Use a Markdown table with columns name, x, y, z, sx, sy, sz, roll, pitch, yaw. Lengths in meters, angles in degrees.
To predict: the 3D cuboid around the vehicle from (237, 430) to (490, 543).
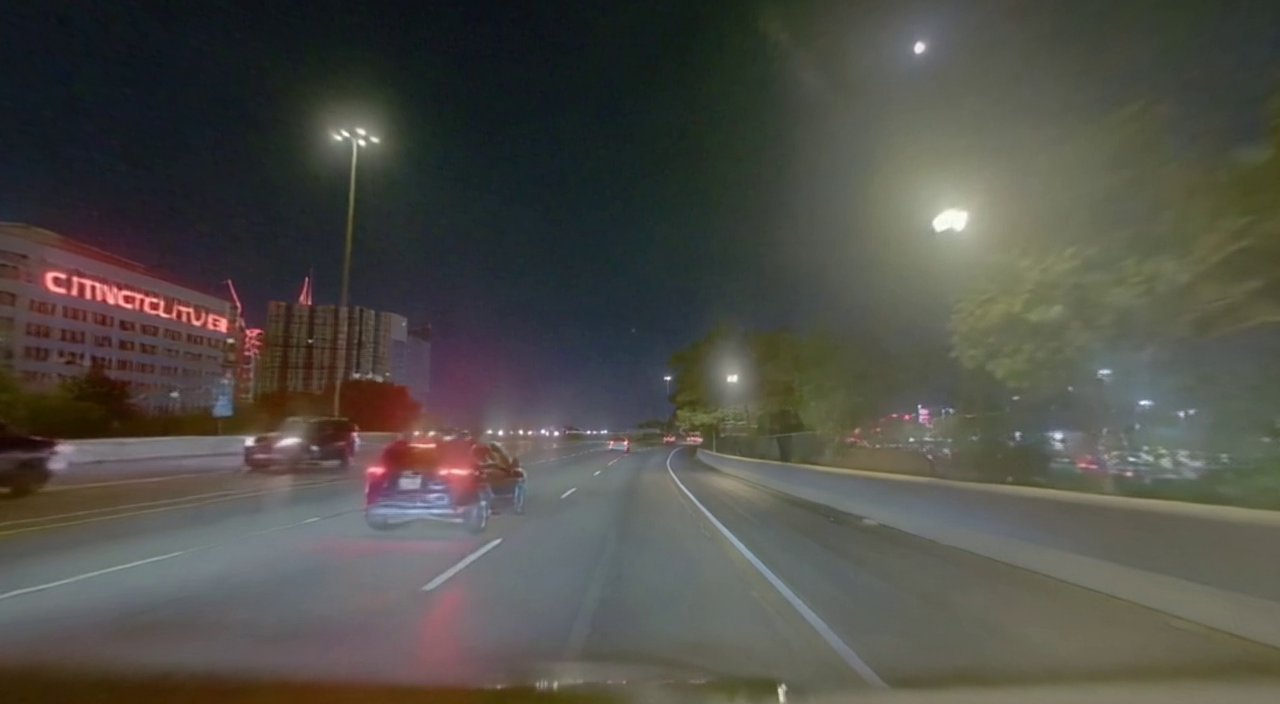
| name | x | y | z | sx | sy | sz | roll | pitch | yaw |
| --- | --- | --- | --- | --- | --- | --- | --- | --- | --- |
| vehicle | -4.183 | 2.098 | 10.570 | 2.035 | 1.460 | 4.497 | -1 | -8 | 3 |

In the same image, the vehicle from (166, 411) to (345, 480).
| name | x | y | z | sx | sy | sz | roll | pitch | yaw |
| --- | --- | --- | --- | --- | --- | --- | --- | --- | --- |
| vehicle | -10.335 | 2.584 | 17.471 | 1.926 | 1.650 | 4.593 | -1 | -8 | 2 |

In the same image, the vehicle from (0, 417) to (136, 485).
| name | x | y | z | sx | sy | sz | roll | pitch | yaw |
| --- | --- | --- | --- | --- | --- | --- | --- | --- | --- |
| vehicle | -14.978 | 2.378 | 15.160 | 1.850 | 1.490 | 4.628 | 0 | -8 | 1 |
